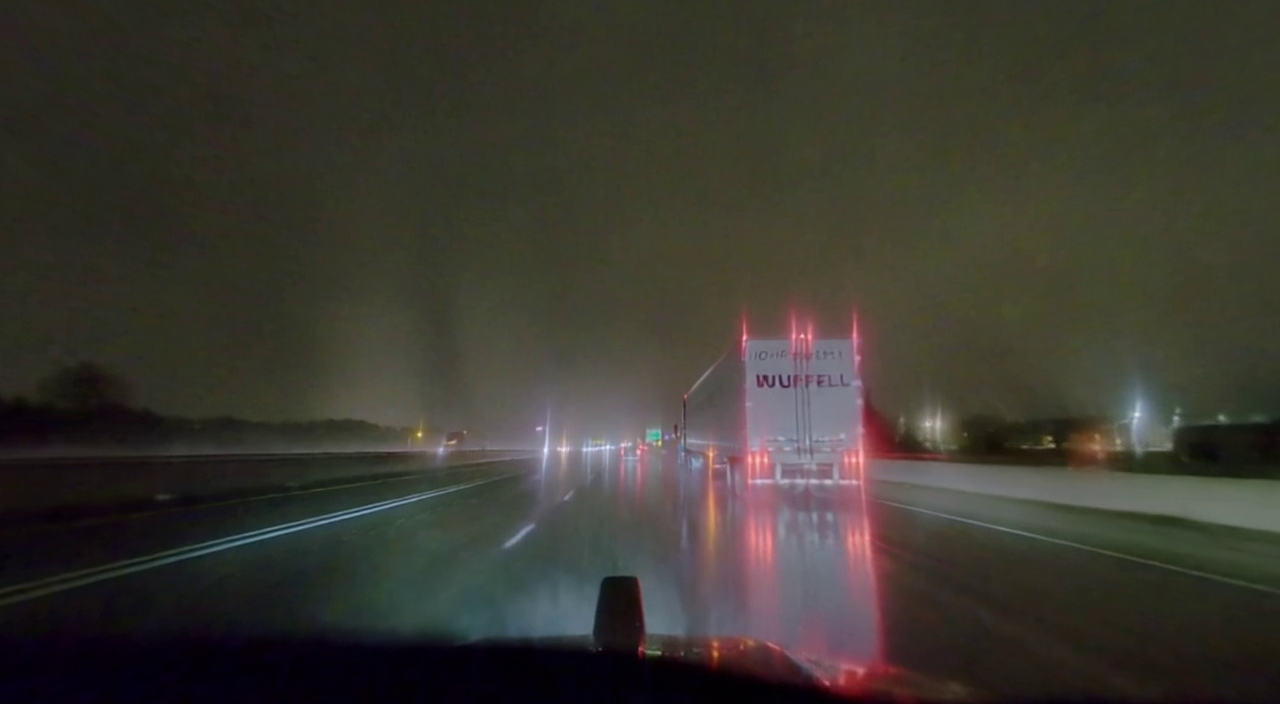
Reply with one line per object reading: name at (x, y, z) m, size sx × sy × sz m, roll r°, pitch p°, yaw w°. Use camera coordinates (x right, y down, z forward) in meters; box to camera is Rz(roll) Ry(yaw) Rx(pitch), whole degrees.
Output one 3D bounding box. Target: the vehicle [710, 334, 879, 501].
vehicle at (4.175, 2.207, 19.366) m, size 2.869 × 4.013 × 8.610 m, roll 0°, pitch -9°, yaw -1°
